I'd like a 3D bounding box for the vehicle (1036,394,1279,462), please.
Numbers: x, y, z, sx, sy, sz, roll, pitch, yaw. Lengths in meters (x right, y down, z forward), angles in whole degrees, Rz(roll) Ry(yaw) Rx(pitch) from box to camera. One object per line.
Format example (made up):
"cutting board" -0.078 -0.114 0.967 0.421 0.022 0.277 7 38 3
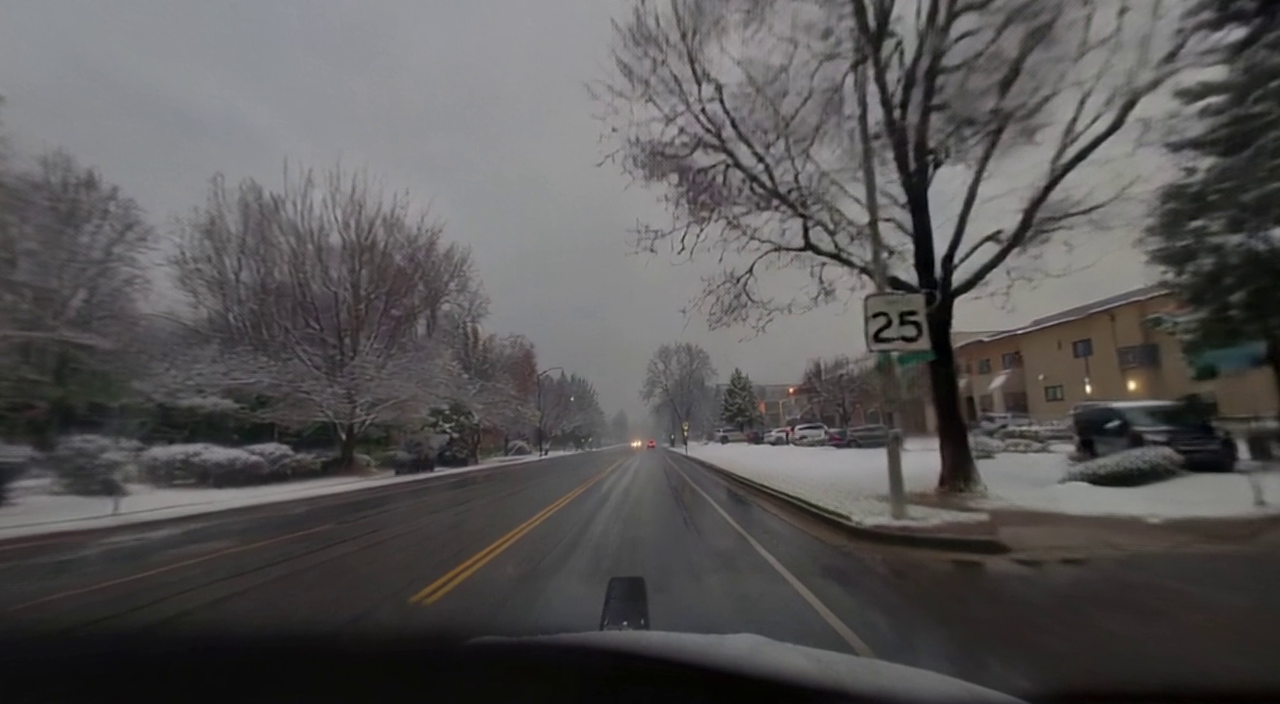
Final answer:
"vehicle" 12.526 1.818 14.872 4.955 1.489 2.002 0 -8 1

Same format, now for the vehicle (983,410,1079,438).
"vehicle" 25.963 4.808 41.971 4.864 1.797 2.150 0 -8 1

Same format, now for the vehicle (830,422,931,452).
"vehicle" 12.833 4.586 33.841 4.529 1.490 2.168 1 -8 -6
